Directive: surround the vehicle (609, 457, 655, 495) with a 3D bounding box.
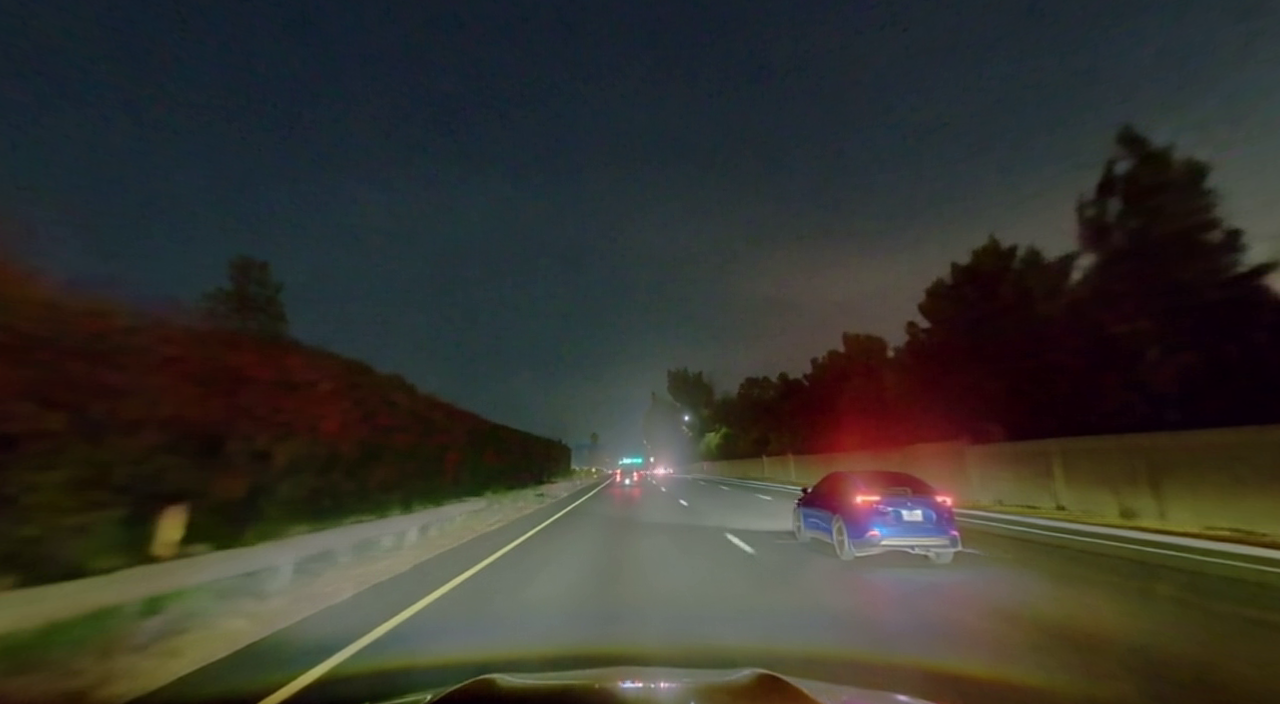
[{"bbox_3d":[-0.363,5.856,29.870,2.037,1.605,3.833,1,-11,-1],"label":"vehicle"}]

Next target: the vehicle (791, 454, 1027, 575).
[{"bbox_3d":[3.937,2.459,10.138,1.938,1.494,4.032,1,-11,-1],"label":"vehicle"}]
